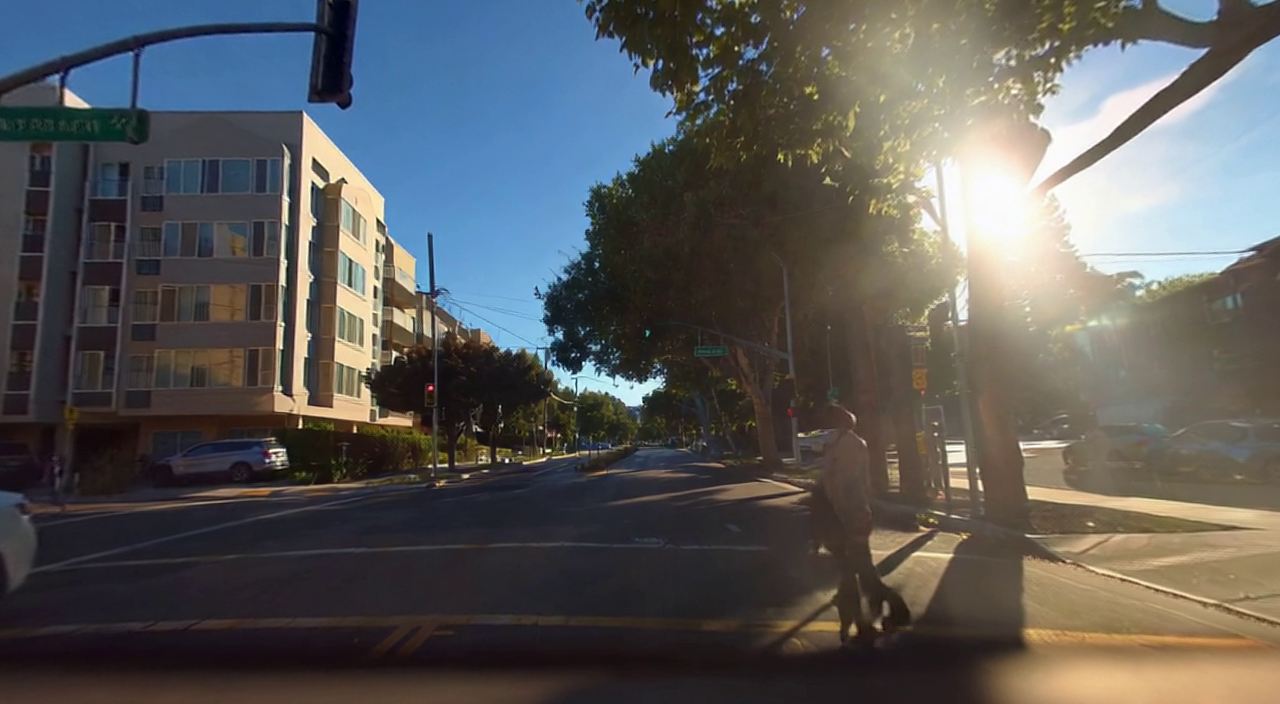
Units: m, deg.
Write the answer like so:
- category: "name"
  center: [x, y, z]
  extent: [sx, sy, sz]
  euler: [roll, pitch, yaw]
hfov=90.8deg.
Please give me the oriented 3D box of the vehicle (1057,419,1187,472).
- category: "vehicle"
  center: [17.105, 3.374, 22.709]
  extent: [2.013, 1.722, 4.007]
  euler: [-2, -9, 10]

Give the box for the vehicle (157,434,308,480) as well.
- category: "vehicle"
  center: [-18.997, 4.897, 29.672]
  extent: [5.468, 1.854, 2.283]
  euler: [-2, -8, -4]

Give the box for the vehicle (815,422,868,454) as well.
- category: "vehicle"
  center: [11.528, 4.986, 36.447]
  extent: [1.950, 1.714, 4.245]
  euler: [-1, -9, 5]
